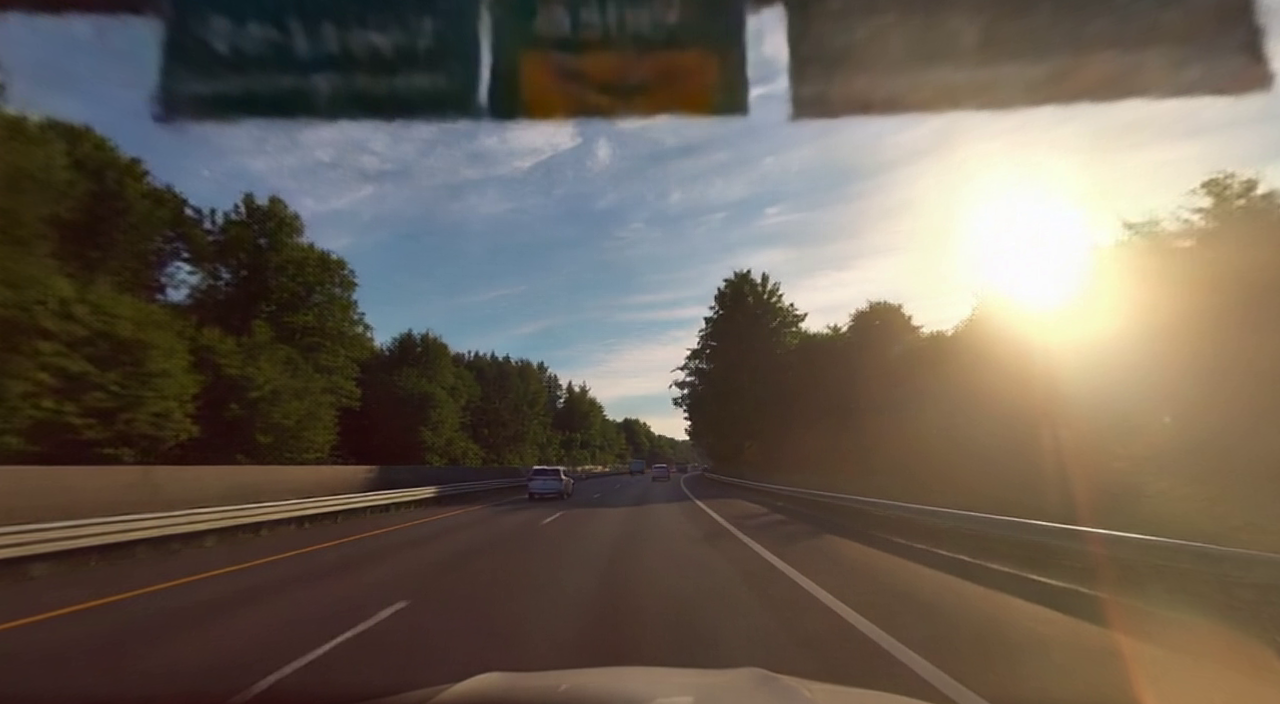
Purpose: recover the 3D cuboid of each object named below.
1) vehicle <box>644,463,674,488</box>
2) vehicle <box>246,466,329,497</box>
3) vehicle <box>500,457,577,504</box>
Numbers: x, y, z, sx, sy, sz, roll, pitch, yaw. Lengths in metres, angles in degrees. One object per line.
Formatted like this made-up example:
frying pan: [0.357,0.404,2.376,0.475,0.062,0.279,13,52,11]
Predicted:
vehicle: [1.390,8.721,44.618,2.000,1.594,3.996,1,-10,2]
vehicle: [-18.003,6.624,32.416,1.760,1.442,4.112,1,-10,2]
vehicle: [-3.732,4.880,24.098,2.063,1.556,4.740,1,-10,1]
